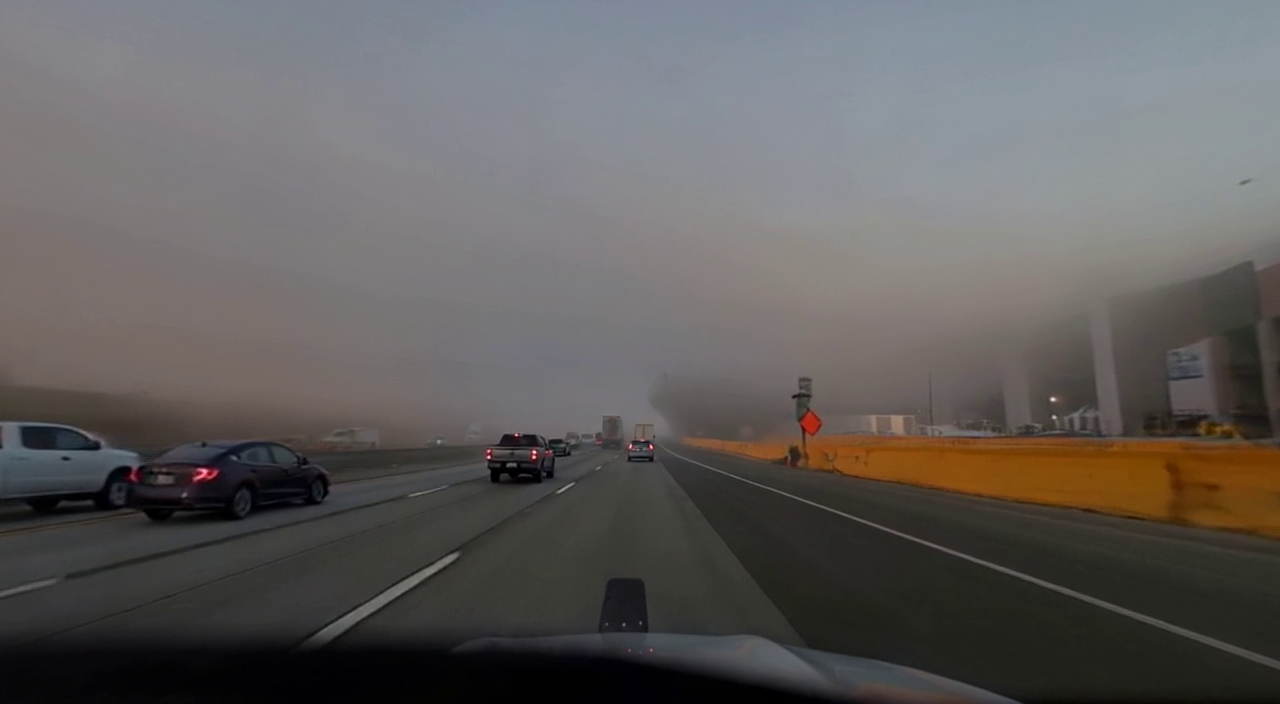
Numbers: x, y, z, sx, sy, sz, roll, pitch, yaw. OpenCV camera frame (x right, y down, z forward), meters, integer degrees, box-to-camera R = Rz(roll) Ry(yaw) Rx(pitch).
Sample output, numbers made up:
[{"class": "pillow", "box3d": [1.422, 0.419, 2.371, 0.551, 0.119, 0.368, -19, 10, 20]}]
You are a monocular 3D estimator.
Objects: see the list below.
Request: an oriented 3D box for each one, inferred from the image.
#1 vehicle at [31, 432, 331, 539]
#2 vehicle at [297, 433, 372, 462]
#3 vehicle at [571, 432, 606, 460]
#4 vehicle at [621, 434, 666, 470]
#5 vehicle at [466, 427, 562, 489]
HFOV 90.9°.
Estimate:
[{"class": "vehicle", "box3d": [-7.539, 2.195, 11.101, 1.949, 1.476, 4.410, 0, -8, 0]}, {"class": "vehicle", "box3d": [-19.473, 6.088, 40.498, 2.059, 1.710, 5.208, -1, -8, 3]}, {"class": "vehicle", "box3d": [-3.826, 7.136, 48.014, 2.203, 1.958, 4.848, 0, -8, 1]}, {"class": "vehicle", "box3d": [0.174, 5.098, 32.253, 2.136, 1.678, 4.052, 0, -8, 0]}, {"class": "vehicle", "box3d": [-3.893, 3.376, 20.421, 2.108, 1.740, 4.549, 0, -8, 1]}]
